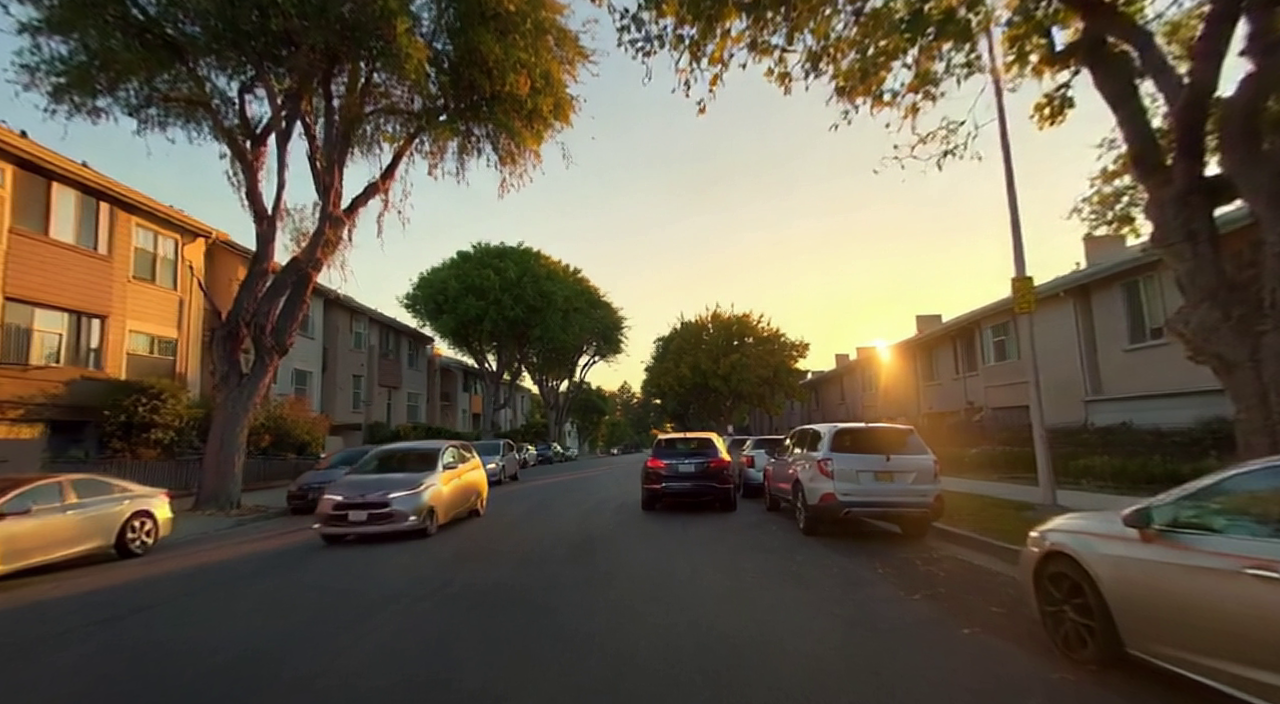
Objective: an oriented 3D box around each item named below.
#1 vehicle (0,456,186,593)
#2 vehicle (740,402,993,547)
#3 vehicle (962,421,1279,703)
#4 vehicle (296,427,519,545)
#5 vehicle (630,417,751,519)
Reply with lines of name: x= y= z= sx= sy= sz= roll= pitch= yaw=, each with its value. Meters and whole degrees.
vehicle: x=-7.984 y=2.122 z=7.723 sx=1.859 sy=1.432 sz=4.315 roll=-5 pitch=-8 yaw=-3
vehicle: x=3.262 y=1.917 z=10.557 sx=2.082 sy=1.799 sz=5.207 roll=0 pitch=-8 yaw=-3
vehicle: x=3.450 y=0.991 z=2.588 sx=1.881 sy=1.403 sz=4.214 roll=0 pitch=-8 yaw=-2
vehicle: x=-3.816 y=2.255 z=11.256 sx=2.018 sy=1.691 sz=3.995 roll=-2 pitch=-9 yaw=8
vehicle: x=0.862 y=2.371 z=13.441 sx=2.055 sy=1.717 sz=5.172 roll=0 pitch=-8 yaw=0
